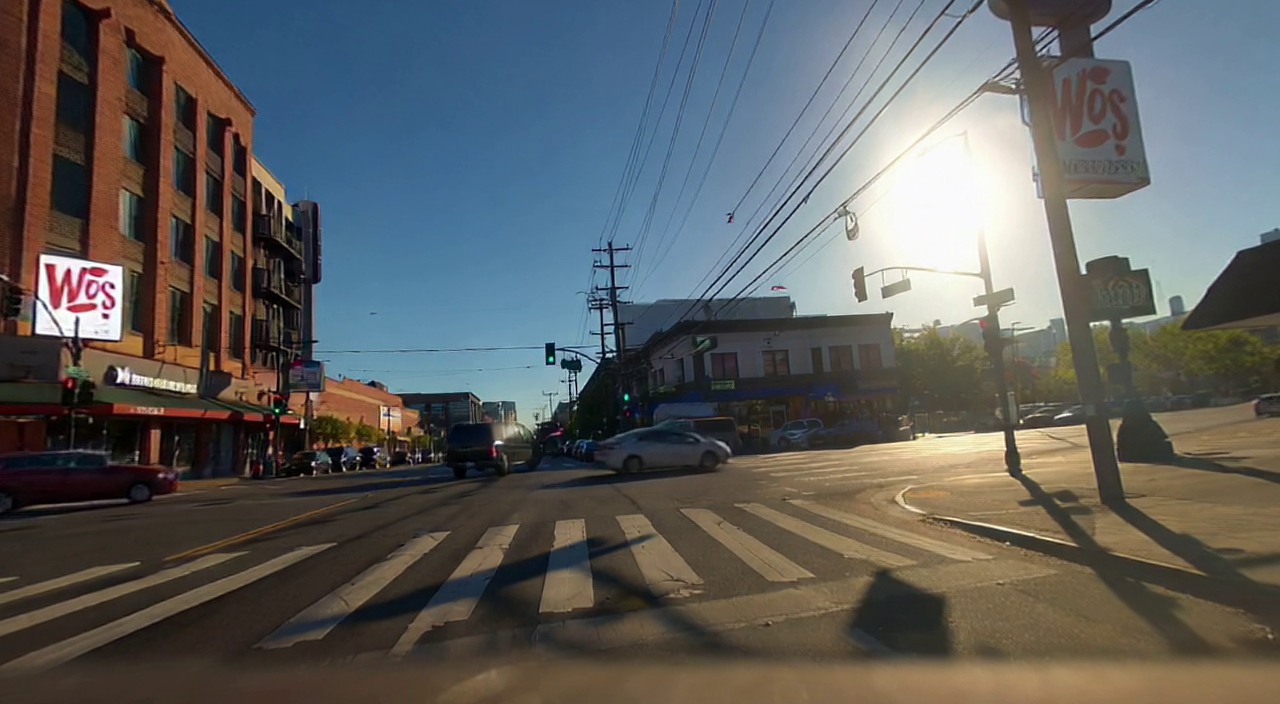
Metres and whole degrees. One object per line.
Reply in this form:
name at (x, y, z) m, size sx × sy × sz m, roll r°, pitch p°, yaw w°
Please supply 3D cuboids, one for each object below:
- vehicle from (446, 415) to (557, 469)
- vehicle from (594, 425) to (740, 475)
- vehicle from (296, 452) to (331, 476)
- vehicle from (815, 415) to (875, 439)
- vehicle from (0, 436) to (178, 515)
vehicle at (-5.434, 3.699, 25.790) m, size 2.081 × 1.938 × 5.603 m, roll -2°, pitch -9°, yaw 14°
vehicle at (0.899, 3.125, 20.375) m, size 4.433 × 1.453 × 1.804 m, roll 5°, pitch -10°, yaw -30°
vehicle at (-23.428, 7.980, 45.237) m, size 1.942 × 1.413 × 4.229 m, roll 4°, pitch -7°, yaw -30°
vehicle at (16.056, 5.833, 49.446) m, size 4.589 × 1.730 × 1.801 m, roll 3°, pitch -10°, yaw -31°
vehicle at (-14.295, 2.997, 15.632) m, size 4.292 × 1.761 × 2.105 m, roll 5°, pitch -10°, yaw -30°
